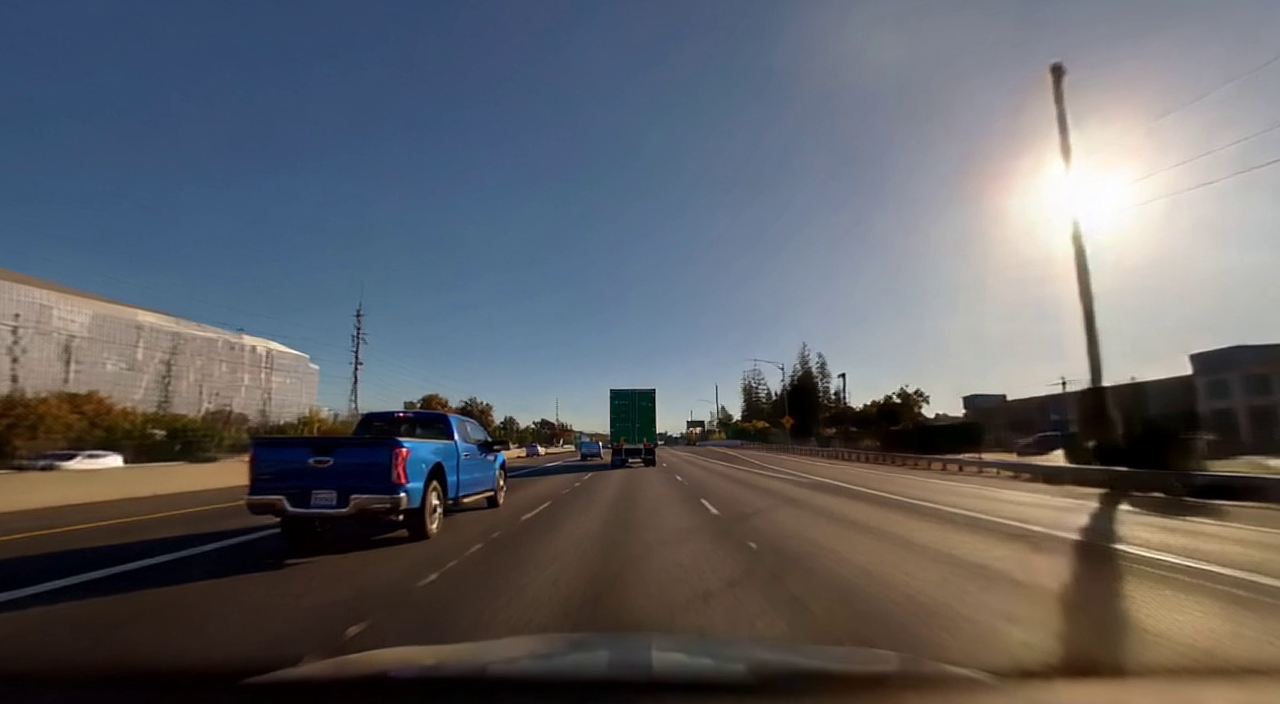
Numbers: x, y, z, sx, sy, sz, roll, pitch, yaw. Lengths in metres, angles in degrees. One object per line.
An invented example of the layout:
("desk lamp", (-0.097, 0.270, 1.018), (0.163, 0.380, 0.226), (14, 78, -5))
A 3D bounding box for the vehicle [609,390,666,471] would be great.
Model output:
("vehicle", (-0.141, 4.914, 38.559), (2.879, 4.085, 13.125), (0, -8, 0))

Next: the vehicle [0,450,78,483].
("vehicle", (-33.652, 6.154, 34.081), (1.841, 1.605, 5.098), (0, -8, 1))

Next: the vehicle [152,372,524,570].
("vehicle", (-3.889, 1.762, 10.198), (2.749, 2.141, 6.515), (0, -8, 0))
